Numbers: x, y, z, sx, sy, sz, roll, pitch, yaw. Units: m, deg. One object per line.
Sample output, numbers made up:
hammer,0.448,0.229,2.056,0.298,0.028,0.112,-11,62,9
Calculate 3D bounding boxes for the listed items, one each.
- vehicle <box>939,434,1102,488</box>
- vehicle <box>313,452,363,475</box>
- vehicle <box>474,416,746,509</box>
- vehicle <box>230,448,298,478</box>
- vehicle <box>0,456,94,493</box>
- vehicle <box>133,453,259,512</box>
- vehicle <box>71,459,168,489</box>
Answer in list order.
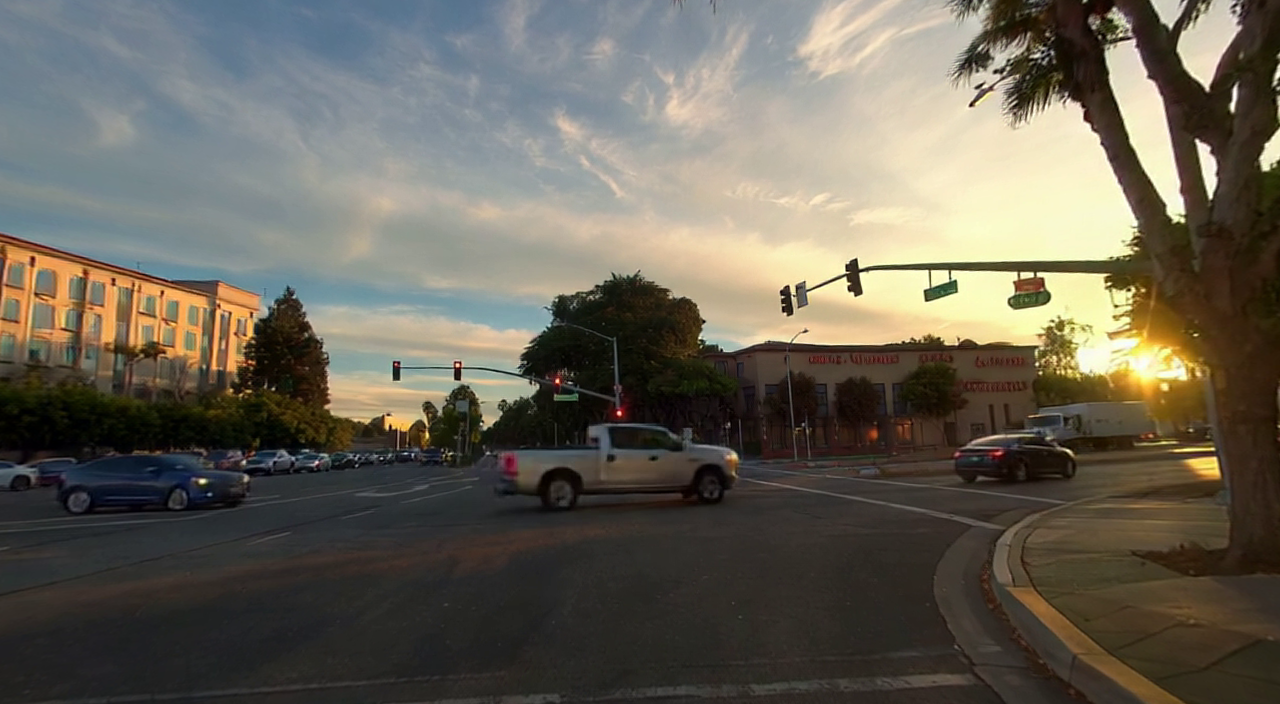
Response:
vehicle,11.617,3.270,19.250,4.728,1.471,1.957,4,-10,-28
vehicle,-22.728,8.363,47.698,2.020,1.615,4.656,1,-9,-8
vehicle,-0.722,2.553,14.950,5.896,1.937,2.358,1,-9,-8
vehicle,-26.317,7.767,44.467,2.213,1.956,5.254,1,-9,-8
vehicle,-31.179,6.262,32.640,2.142,1.723,4.692,1,-9,-9
vehicle,-13.120,3.728,18.555,4.702,1.468,1.999,-8,-12,43
vehicle,-28.375,6.625,34.664,1.965,1.448,4.553,1,-9,-9
